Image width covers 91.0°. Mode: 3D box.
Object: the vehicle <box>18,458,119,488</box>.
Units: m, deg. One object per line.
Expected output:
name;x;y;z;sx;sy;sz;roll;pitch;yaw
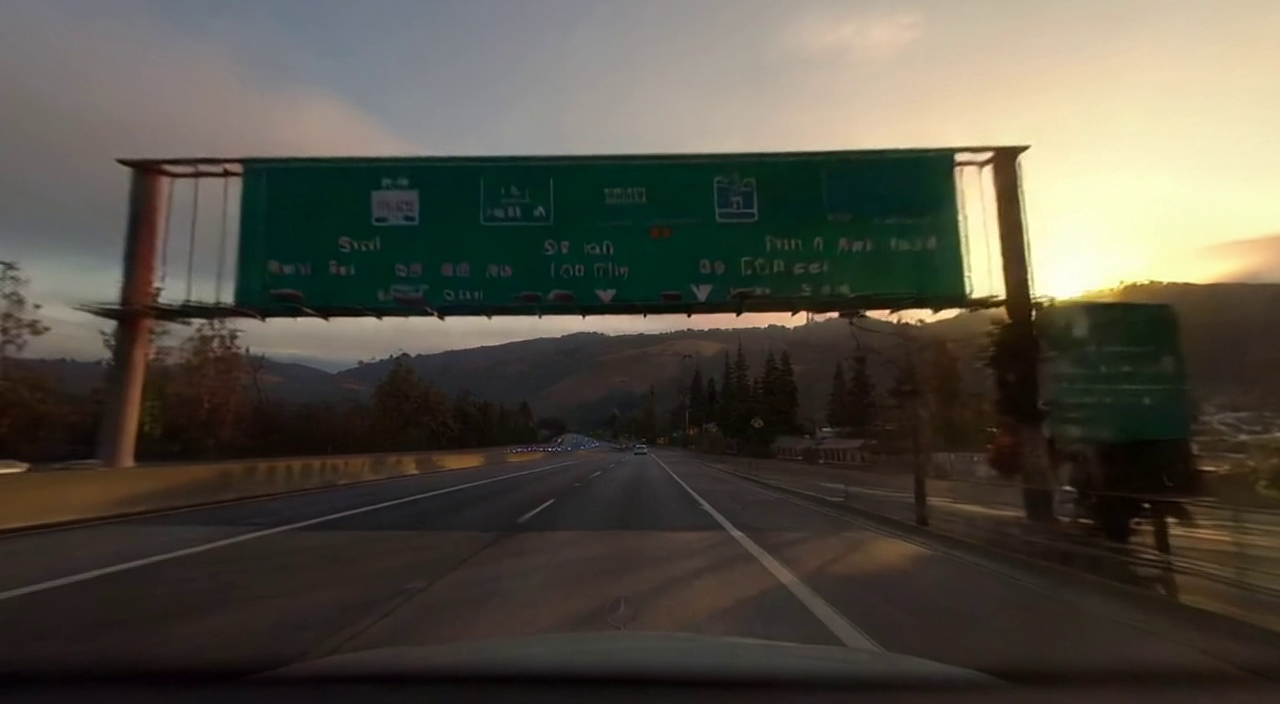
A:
vehicle;-35.957;7.607;39.781;1.983;1.693;4.596;0;-9;1
